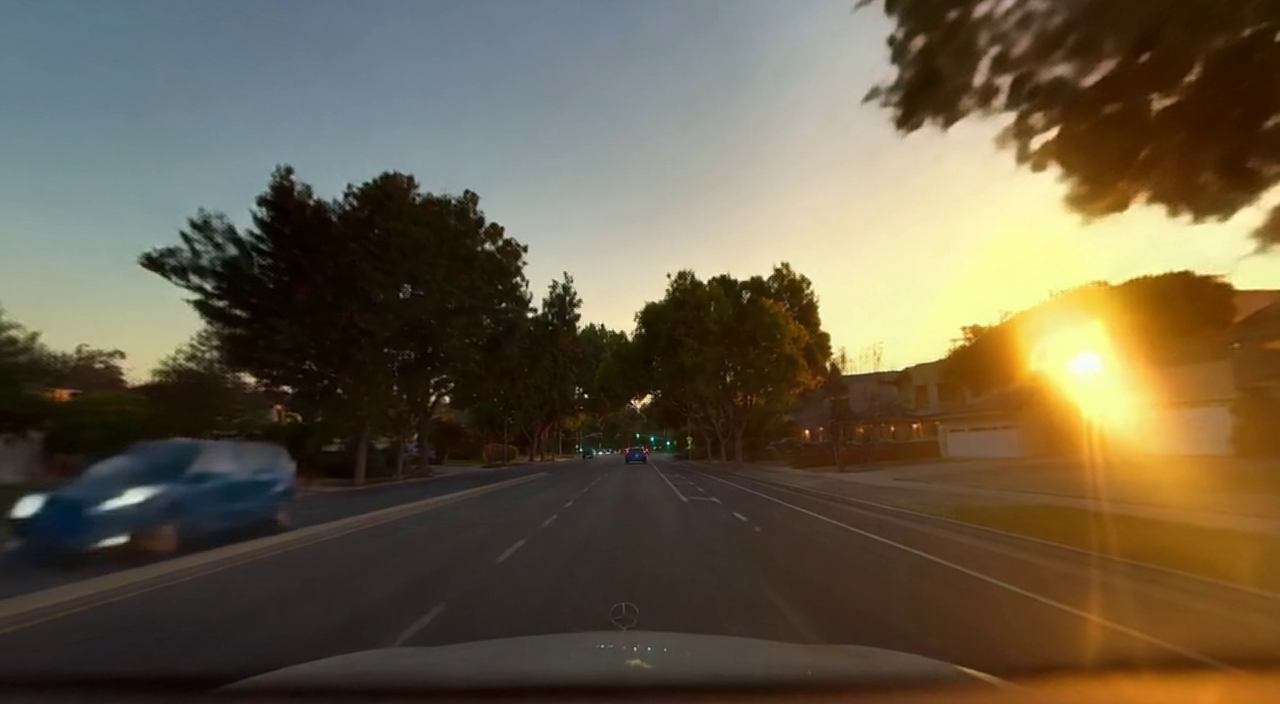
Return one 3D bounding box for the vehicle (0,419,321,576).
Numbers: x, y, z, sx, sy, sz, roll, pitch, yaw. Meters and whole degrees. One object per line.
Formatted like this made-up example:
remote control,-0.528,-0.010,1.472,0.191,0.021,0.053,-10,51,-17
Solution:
vehicle,-7.023,2.026,9.524,2.082,1.789,4.387,0,-9,-1
